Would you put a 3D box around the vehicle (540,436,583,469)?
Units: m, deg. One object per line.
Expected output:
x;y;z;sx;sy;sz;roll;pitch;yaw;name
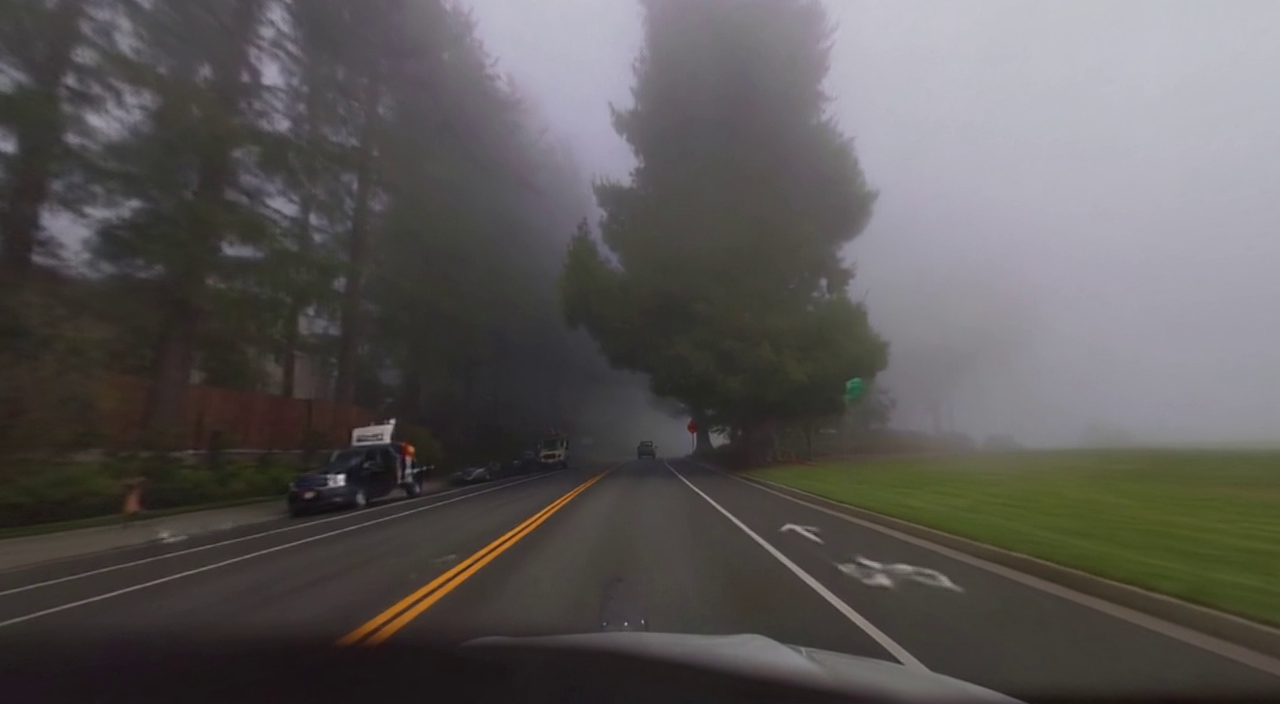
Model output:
-5.685;7.372;46.487;2.517;2.323;5.205;0;-8;0;vehicle

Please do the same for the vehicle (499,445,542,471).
-8.346;7.418;44.372;2.107;1.745;4.569;0;-8;0;vehicle

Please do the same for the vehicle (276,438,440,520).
-8.270;3.688;19.341;2.422;1.855;6.165;-4;-7;-2;vehicle
